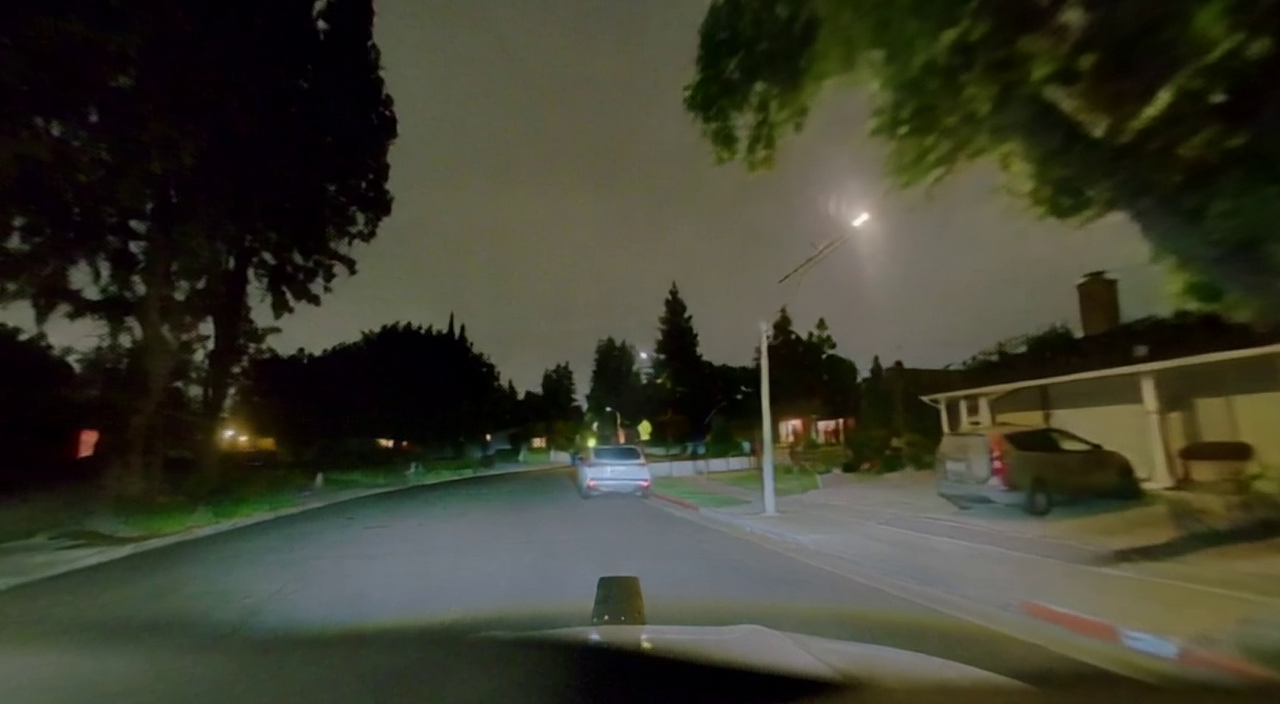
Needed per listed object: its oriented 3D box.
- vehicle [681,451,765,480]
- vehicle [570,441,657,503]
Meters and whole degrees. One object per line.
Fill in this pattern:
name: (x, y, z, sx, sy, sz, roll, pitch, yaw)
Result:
vehicle: (4.530, 6.261, 34.812, 4.457, 1.510, 1.762, -1, -8, 5)
vehicle: (-1.009, 3.828, 20.542, 2.163, 1.760, 4.591, 1, -9, -11)
